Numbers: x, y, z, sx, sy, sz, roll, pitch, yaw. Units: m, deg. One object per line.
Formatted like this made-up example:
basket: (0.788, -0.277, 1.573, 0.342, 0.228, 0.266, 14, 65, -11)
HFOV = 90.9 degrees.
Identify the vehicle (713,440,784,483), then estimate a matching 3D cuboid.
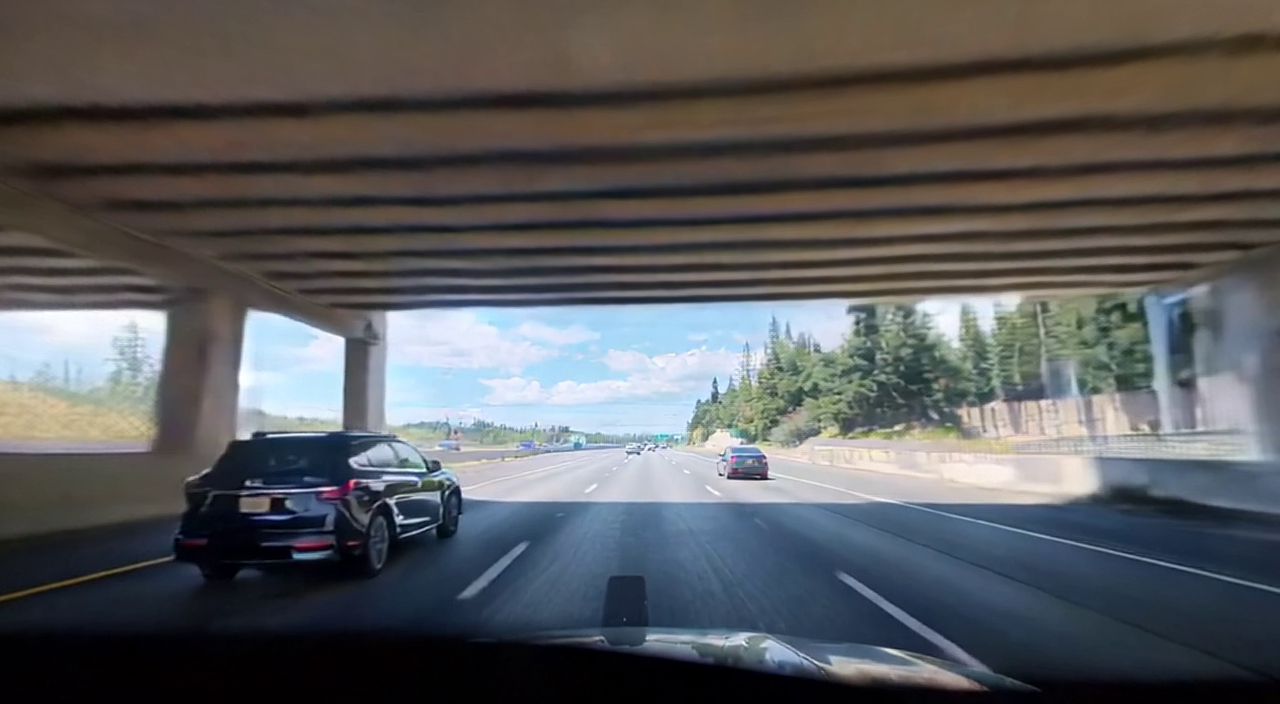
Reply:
vehicle: (4.081, 4.187, 24.449, 1.908, 1.483, 4.259, 0, -8, -1)

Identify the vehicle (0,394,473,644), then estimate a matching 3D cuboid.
vehicle: (-3.676, 1.508, 6.875, 2.259, 1.706, 4.924, 0, -8, 1)
